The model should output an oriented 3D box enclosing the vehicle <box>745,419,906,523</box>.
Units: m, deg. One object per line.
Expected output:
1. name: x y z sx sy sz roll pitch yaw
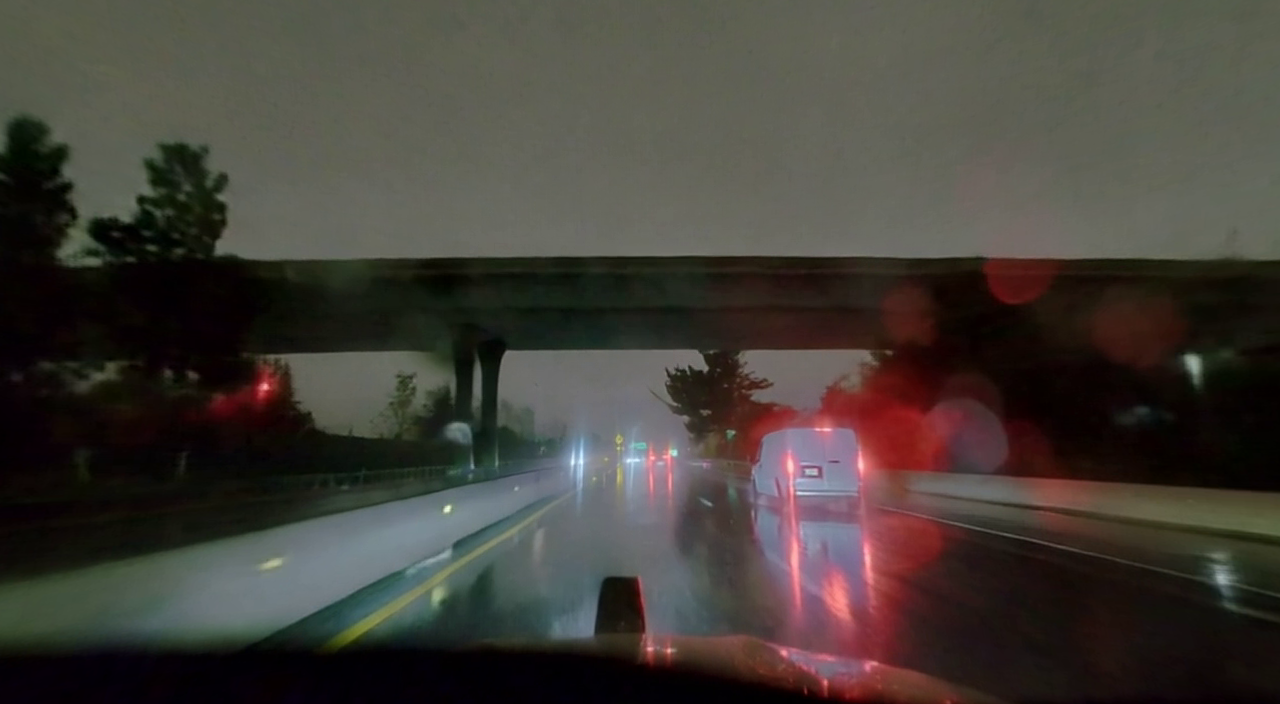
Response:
1. vehicle: 4.053 2.734 14.989 2.152 1.998 5.380 0 -9 0
